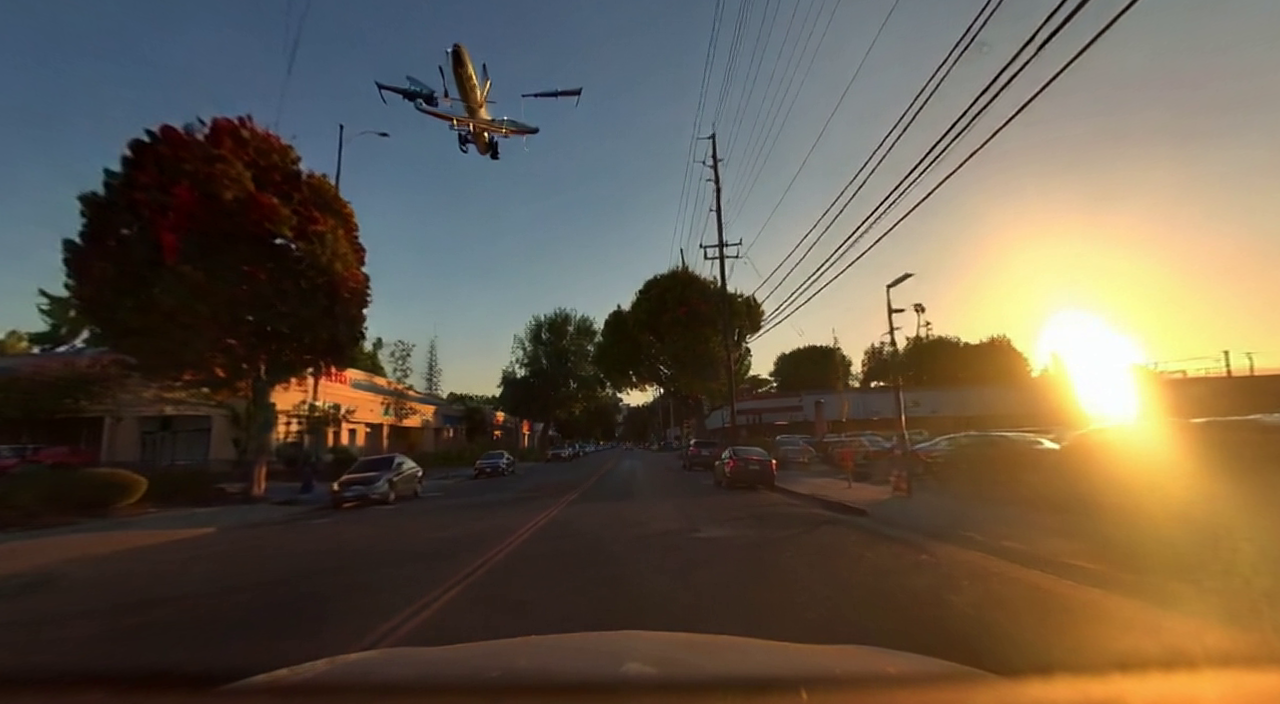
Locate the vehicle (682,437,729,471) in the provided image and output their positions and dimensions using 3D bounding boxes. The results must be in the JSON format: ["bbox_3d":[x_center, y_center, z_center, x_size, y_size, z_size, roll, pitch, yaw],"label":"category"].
[{"bbox_3d":[3.855,6.106,38.020,2.080,1.893,4.699,0,-8,-3],"label":"vehicle"}]

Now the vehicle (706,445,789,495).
[{"bbox_3d":[3.573,3.981,21.865,1.990,1.521,4.693,0,-8,0],"label":"vehicle"}]

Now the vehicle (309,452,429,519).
[{"bbox_3d":[-7.845,3.837,18.721,1.787,1.543,4.052,-3,-7,0],"label":"vehicle"}]

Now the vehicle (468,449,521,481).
[{"bbox_3d":[-7.936,6.160,34.754,1.872,1.455,4.350,-3,-8,-1],"label":"vehicle"}]
